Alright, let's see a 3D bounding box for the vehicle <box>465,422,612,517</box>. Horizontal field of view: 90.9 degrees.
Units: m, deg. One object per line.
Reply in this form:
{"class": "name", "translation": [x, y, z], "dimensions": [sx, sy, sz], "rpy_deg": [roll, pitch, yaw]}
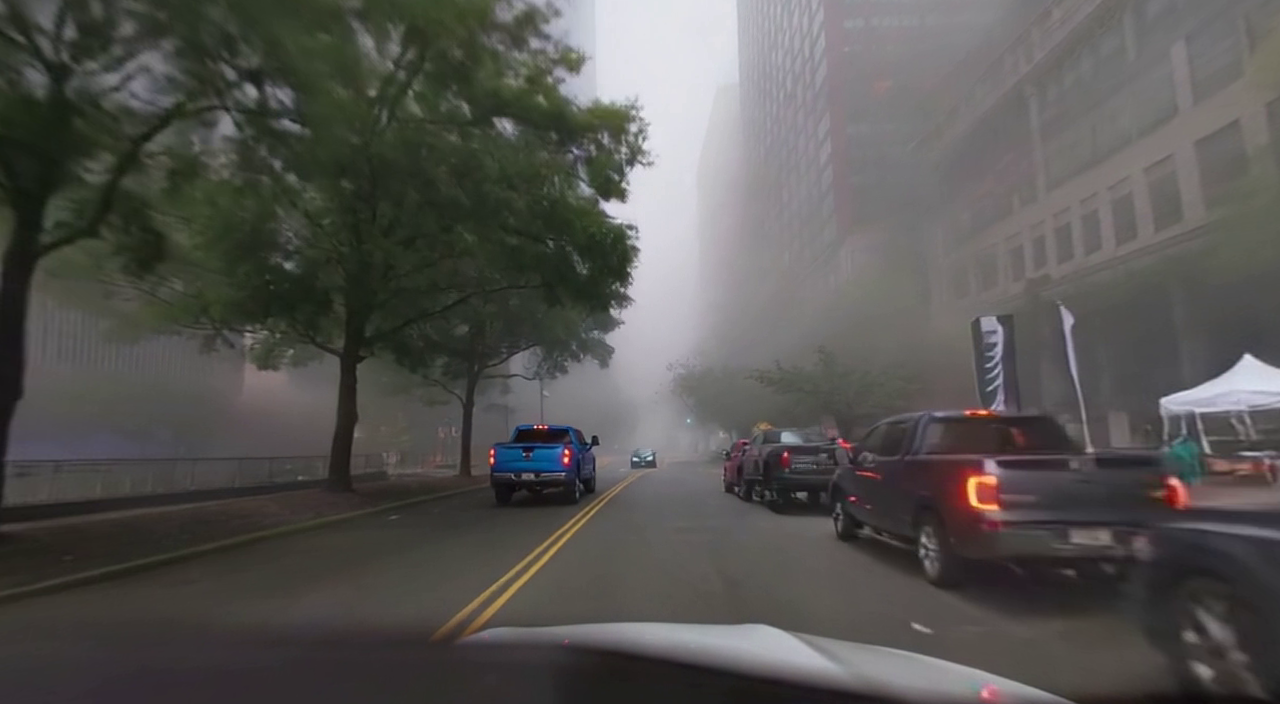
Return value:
{"class": "vehicle", "translation": [-2.261, 2.891, 16.079], "dimensions": [2.452, 1.954, 5.653], "rpy_deg": [-1, -9, 4]}

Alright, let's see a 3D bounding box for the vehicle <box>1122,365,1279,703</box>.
{"class": "vehicle", "translation": [3.278, 0.642, 0.962], "dimensions": [2.023, 1.607, 4.225], "rpy_deg": [-1, -9, 6]}

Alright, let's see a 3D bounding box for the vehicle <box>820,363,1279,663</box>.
{"class": "vehicle", "translation": [3.568, 1.375, 6.471], "dimensions": [2.073, 1.887, 4.825], "rpy_deg": [-1, -9, 1]}
